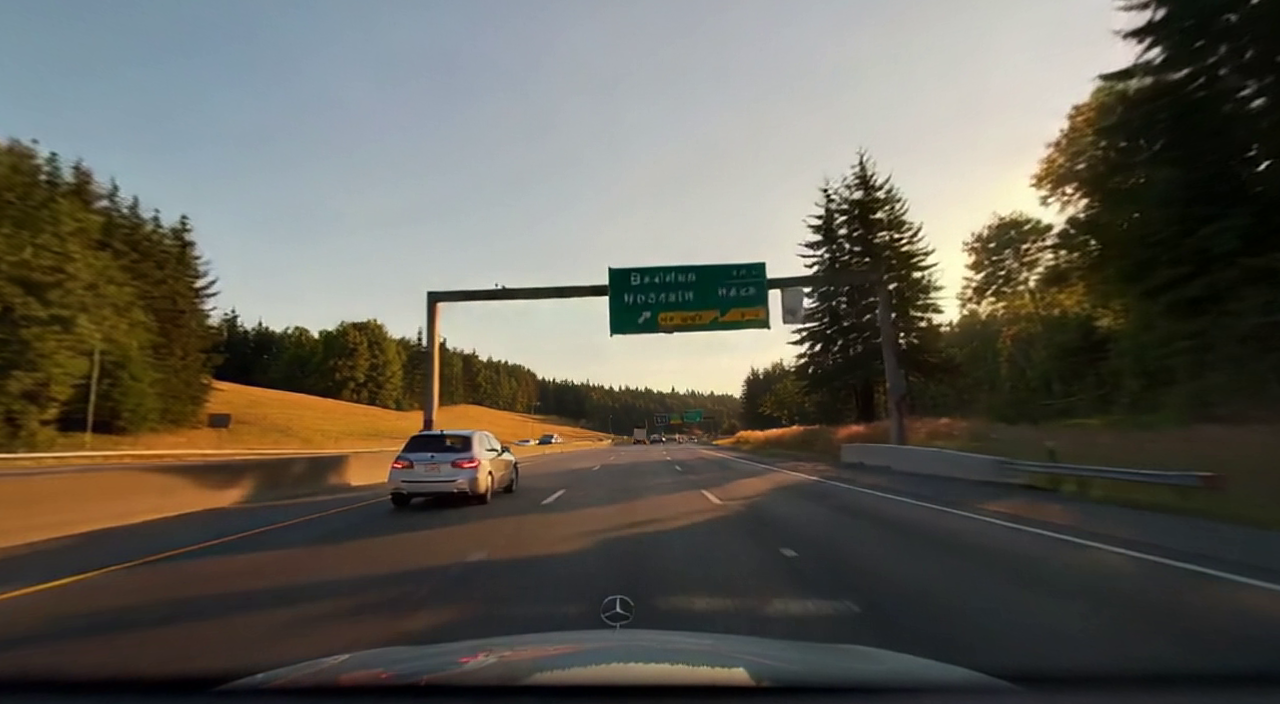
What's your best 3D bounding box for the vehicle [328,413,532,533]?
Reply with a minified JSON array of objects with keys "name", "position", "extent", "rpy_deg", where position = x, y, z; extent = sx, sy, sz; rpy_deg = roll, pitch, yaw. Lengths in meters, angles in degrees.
[{"name":"vehicle","position":[-3.281,1.966,10.876],"extent":[2.084,1.654,4.080],"rpy_deg":[0,-8,0]}]
